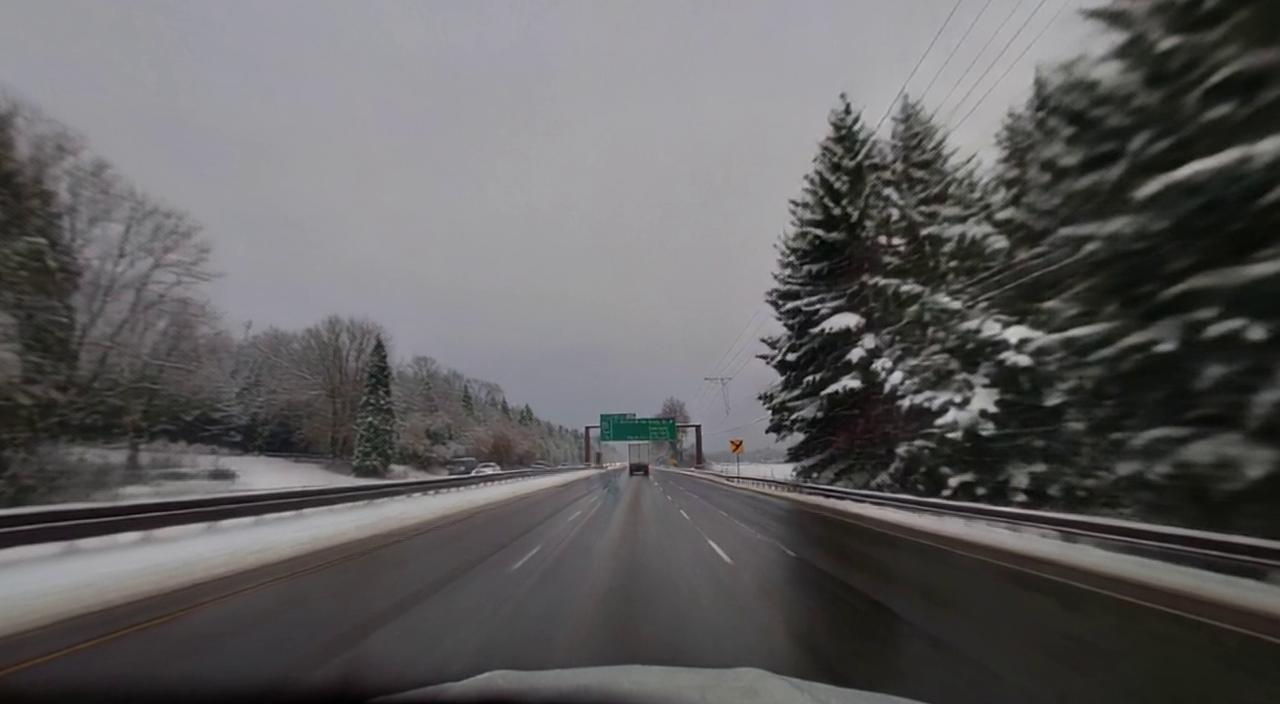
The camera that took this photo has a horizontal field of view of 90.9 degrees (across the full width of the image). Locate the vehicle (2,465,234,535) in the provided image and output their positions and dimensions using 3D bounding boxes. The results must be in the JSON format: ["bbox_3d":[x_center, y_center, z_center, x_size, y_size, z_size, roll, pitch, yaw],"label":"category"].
[{"bbox_3d":[-12.471,3.535,15.564,1.945,1.434,4.412,0,-10,-1],"label":"vehicle"}]

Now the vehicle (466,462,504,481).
[{"bbox_3d":[-11.889,9.211,48.604,1.877,1.429,3.879,0,-11,0],"label":"vehicle"}]
